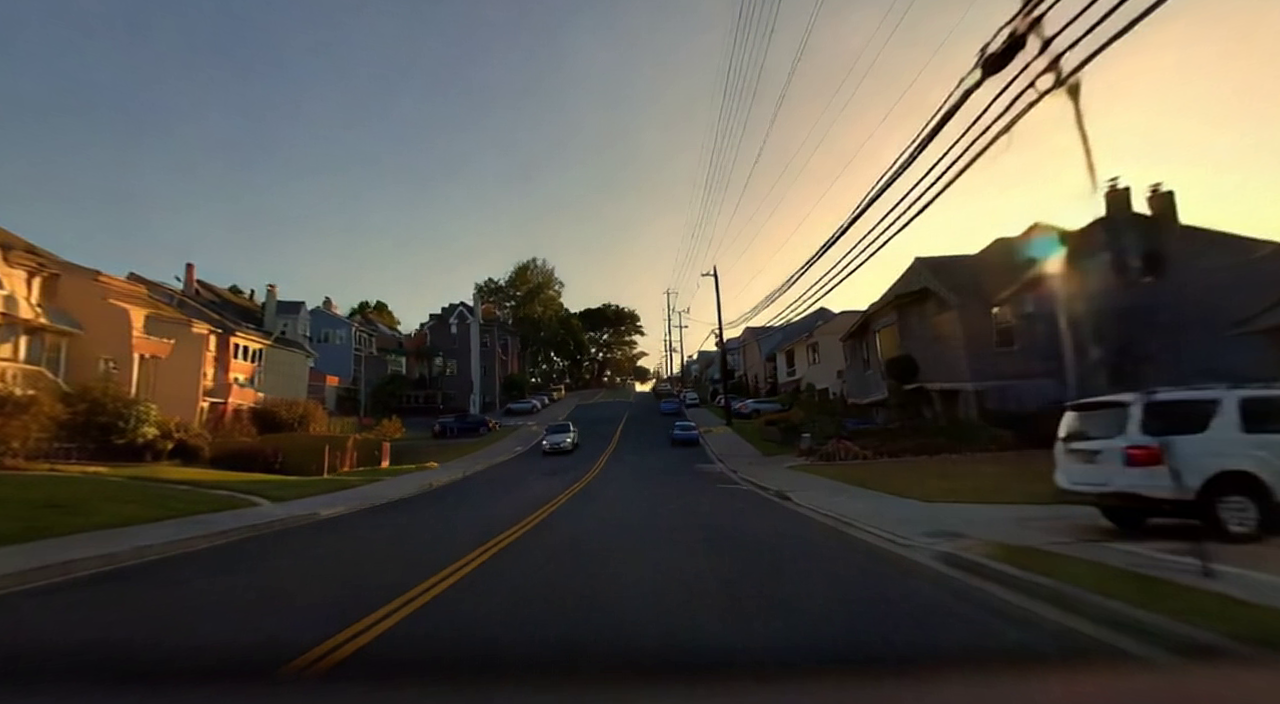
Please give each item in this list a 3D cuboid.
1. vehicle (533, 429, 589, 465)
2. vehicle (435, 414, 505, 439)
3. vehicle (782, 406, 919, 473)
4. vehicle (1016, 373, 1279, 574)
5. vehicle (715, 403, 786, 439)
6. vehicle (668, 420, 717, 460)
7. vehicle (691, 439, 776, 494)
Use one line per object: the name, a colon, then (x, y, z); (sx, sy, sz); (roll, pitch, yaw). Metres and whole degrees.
vehicle: (-3.880, 4.710, 31.718); (2.096, 1.542, 4.481); (0, -5, 2)
vehicle: (-12.535, 5.528, 46.677); (4.525, 1.797, 2.024); (-1, -9, 4)
vehicle: (7.836, 3.315, 23.798); (4.286, 2.044, 1.913); (-5, -8, -1)
vehicle: (7.875, 1.162, 7.268); (5.512, 1.846, 2.115); (-5, -9, 1)
vehicle: (8.046, 5.096, 46.288); (4.622, 1.826, 2.065); (-9, -9, 0)
vehicle: (2.776, 4.734, 34.416); (2.211, 1.860, 4.813); (0, -5, -1)
vehicle: (2.735, 3.472, 19.526); (2.063, 1.503, 4.415); (0, -9, 2)
